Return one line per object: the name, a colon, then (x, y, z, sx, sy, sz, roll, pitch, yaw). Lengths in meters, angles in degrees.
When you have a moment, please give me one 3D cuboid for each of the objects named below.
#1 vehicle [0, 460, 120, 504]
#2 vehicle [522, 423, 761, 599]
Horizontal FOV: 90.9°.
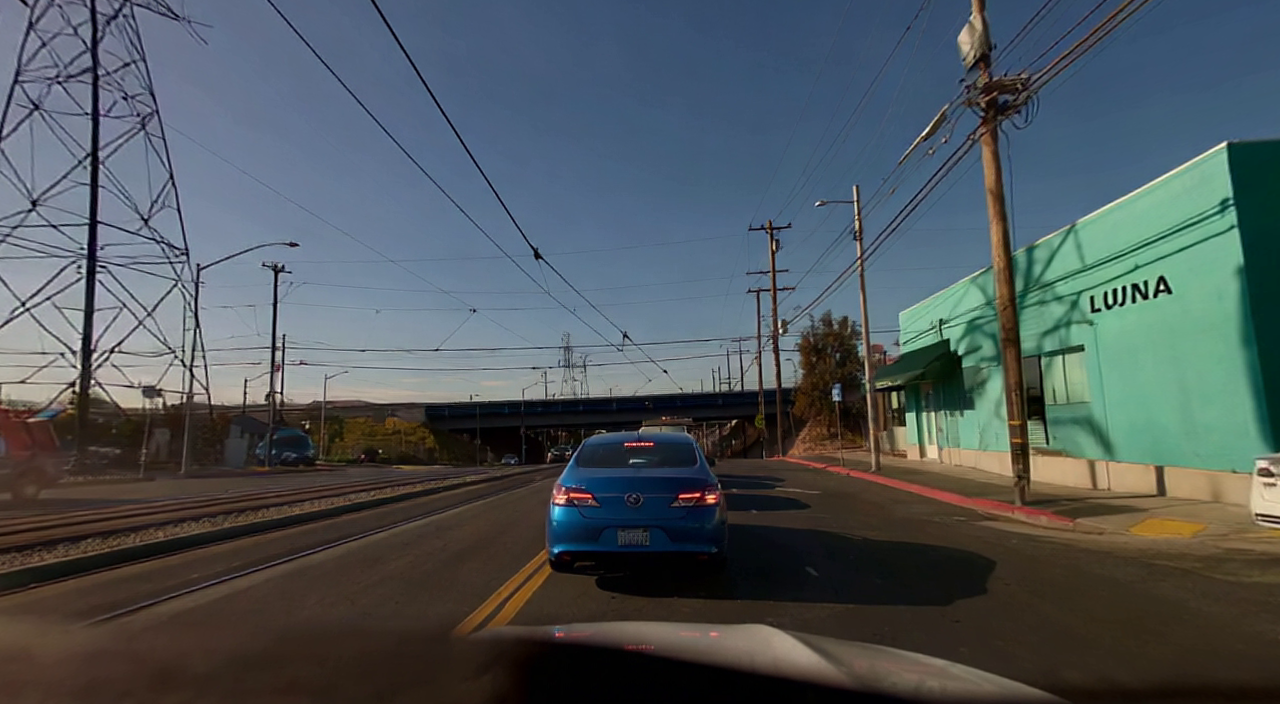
vehicle: (-21.923, 4.676, 22.850, 4.566, 1.453, 1.935, -1, -9, 5)
vehicle: (0.095, 1.706, 7.619, 2.090, 1.518, 4.033, -1, -9, 3)
